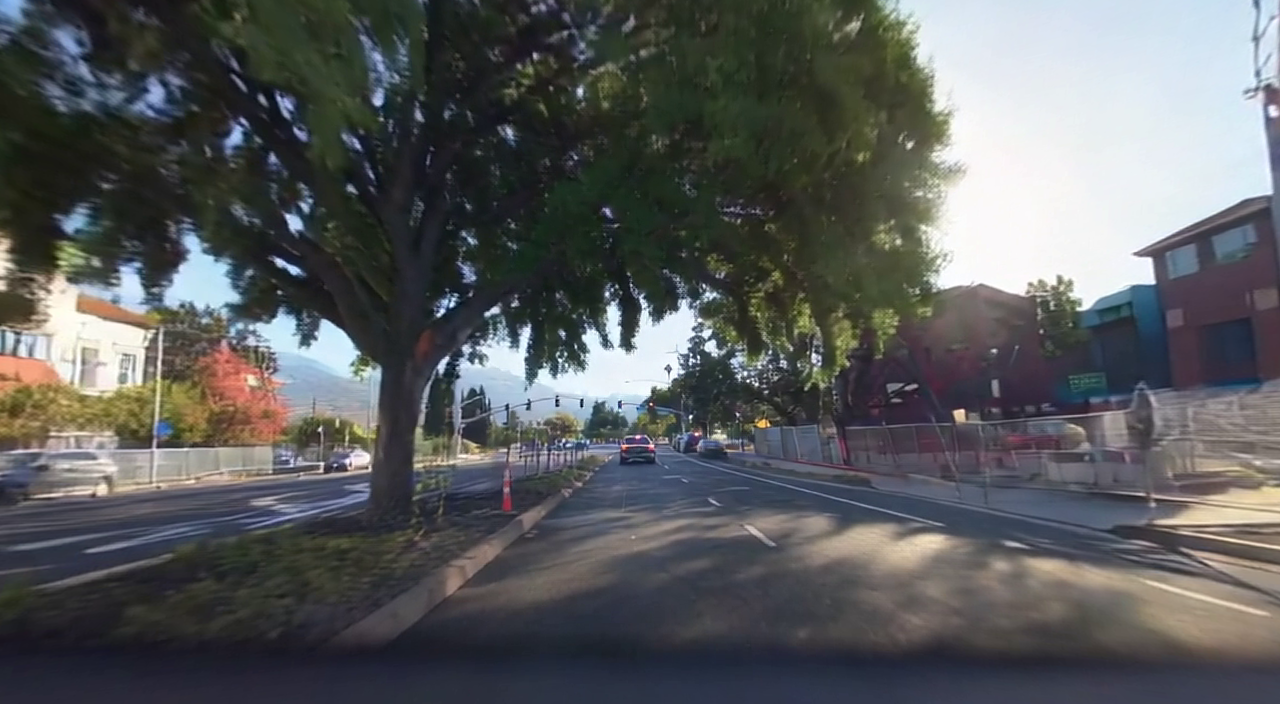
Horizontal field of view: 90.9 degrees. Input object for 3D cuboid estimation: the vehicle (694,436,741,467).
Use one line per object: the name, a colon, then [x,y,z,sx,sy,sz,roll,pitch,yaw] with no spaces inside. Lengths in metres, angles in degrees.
vehicle: [3.907,5.095,32.353,1.974,1.490,4.231,-1,-8,2]

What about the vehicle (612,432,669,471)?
vehicle: [0.106,4.619,29.381,2.000,1.671,4.276,-2,-8,8]

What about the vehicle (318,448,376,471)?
vehicle: [-20.735,7.594,44.853,1.863,1.466,4.725,0,-8,0]

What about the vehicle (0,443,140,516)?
vehicle: [-14.476,2.919,14.819,1.868,1.528,4.317,0,-8,0]

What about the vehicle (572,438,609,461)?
vehicle: [-3.313,6.636,43.016,2.189,1.441,4.350,0,-8,0]

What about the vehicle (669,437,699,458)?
vehicle: [3.382,7.399,48.930,1.917,1.493,4.003,0,-8,-2]
